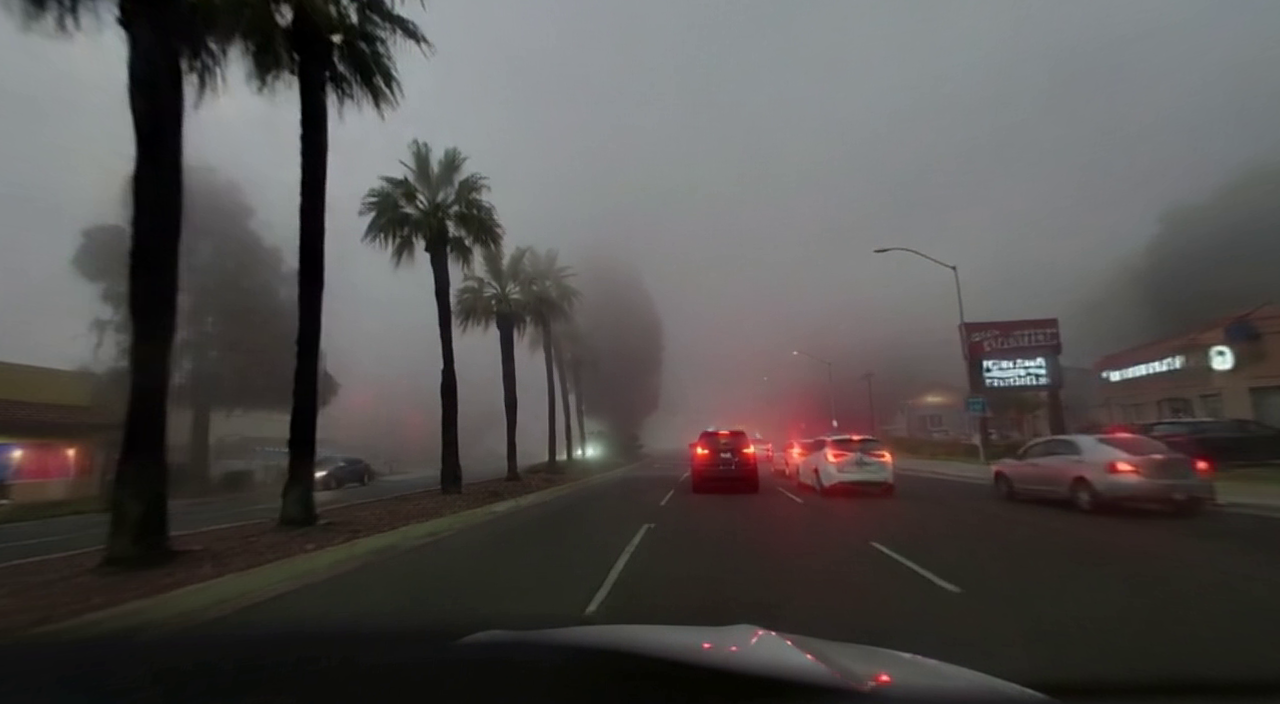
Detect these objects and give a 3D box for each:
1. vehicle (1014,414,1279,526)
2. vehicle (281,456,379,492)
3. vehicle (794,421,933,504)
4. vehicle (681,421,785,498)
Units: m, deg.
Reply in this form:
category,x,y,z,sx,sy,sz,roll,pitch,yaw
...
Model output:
category,x,y,z,sx,sy,sz,roll,pitch,yaw
vehicle,9.298,2.136,11.880,1.881,1.658,4.595,-1,-9,3
vehicle,-14.266,5.628,29.416,1.857,1.446,4.615,-3,-9,6
vehicle,5.427,2.761,16.068,2.187,1.777,4.444,-1,-9,4
vehicle,2.423,2.953,17.590,2.428,1.816,4.959,-1,-9,5
